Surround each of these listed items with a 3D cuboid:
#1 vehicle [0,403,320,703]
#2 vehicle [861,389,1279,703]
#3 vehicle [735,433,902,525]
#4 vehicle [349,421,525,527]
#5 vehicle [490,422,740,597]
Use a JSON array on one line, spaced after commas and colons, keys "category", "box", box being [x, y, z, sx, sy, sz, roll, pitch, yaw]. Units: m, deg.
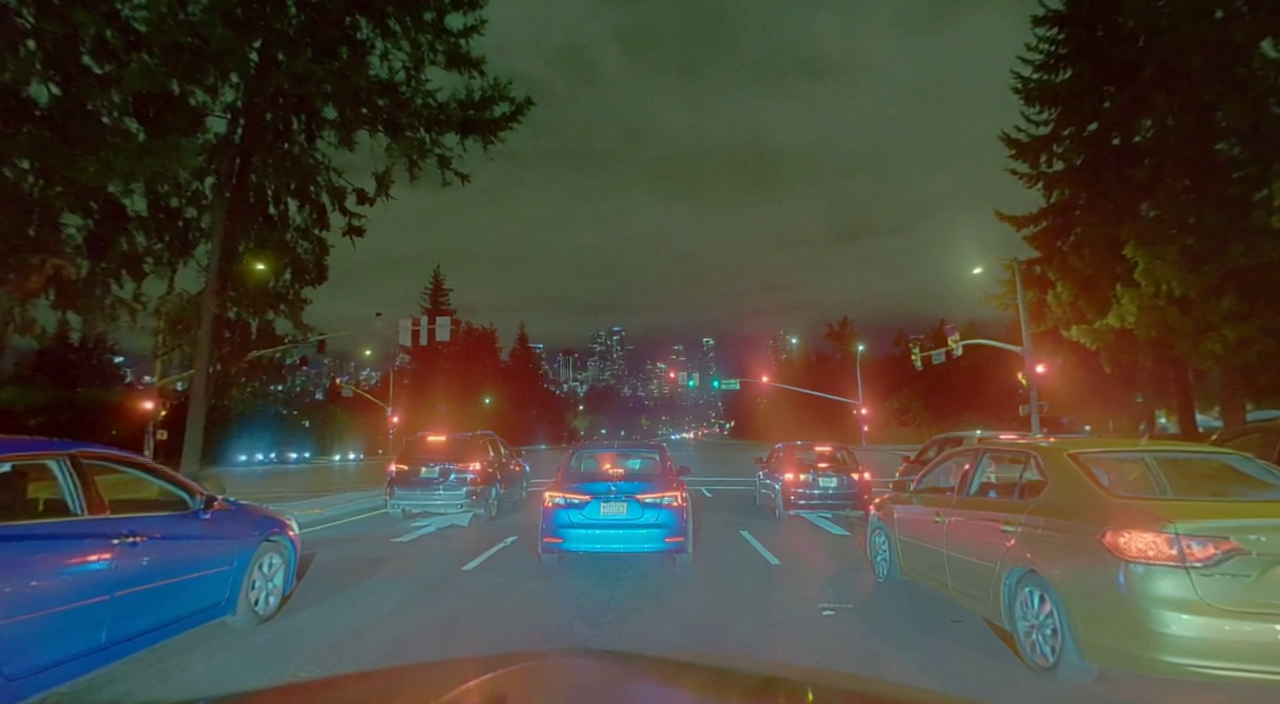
[{"category": "vehicle", "box": [-3.637, 1.021, 3.006, 1.935, 1.482, 4.433, 0, -8, -1]}, {"category": "vehicle", "box": [3.141, 1.150, 4.057, 1.903, 1.480, 4.270, 0, -8, 0]}, {"category": "vehicle", "box": [3.193, 2.335, 12.329, 1.975, 1.460, 4.357, 0, -8, 0]}, {"category": "vehicle", "box": [-3.716, 2.312, 12.489, 1.961, 1.714, 4.268, 0, -8, 2]}, {"category": "vehicle", "box": [-0.247, 1.640, 7.402, 2.147, 1.479, 3.803, 0, -8, -1]}]
